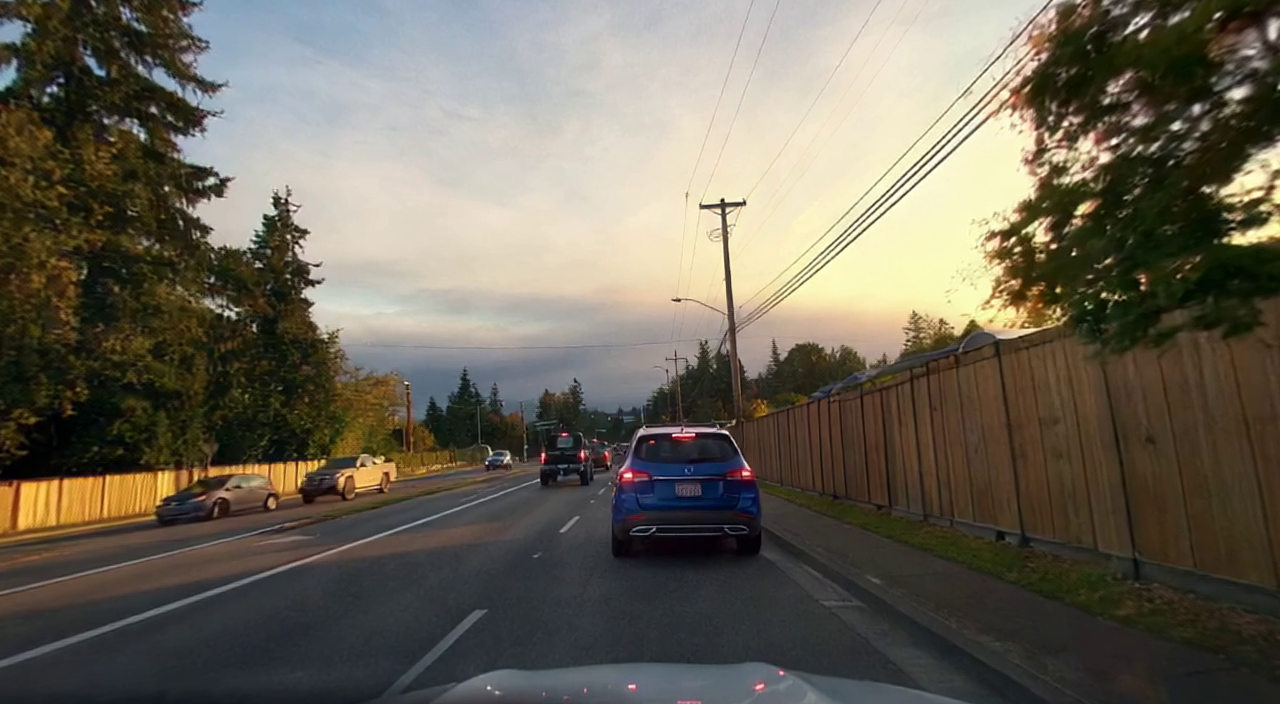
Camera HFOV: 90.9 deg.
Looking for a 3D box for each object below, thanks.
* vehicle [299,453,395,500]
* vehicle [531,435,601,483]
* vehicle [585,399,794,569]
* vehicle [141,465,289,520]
[{"bbox_3d":[-11.559,4.898,25.176,1.893,1.662,3.966,0,-9,0],"label":"vehicle"},{"bbox_3d":[-2.710,4.058,24.150,2.037,1.639,4.213,0,-9,2],"label":"vehicle"},{"bbox_3d":[0.491,1.680,8.683,2.174,1.749,4.113,0,-9,-1],"label":"vehicle"},{"bbox_3d":[-14.806,4.884,22.351,2.024,1.467,4.584,-3,-9,1],"label":"vehicle"}]
